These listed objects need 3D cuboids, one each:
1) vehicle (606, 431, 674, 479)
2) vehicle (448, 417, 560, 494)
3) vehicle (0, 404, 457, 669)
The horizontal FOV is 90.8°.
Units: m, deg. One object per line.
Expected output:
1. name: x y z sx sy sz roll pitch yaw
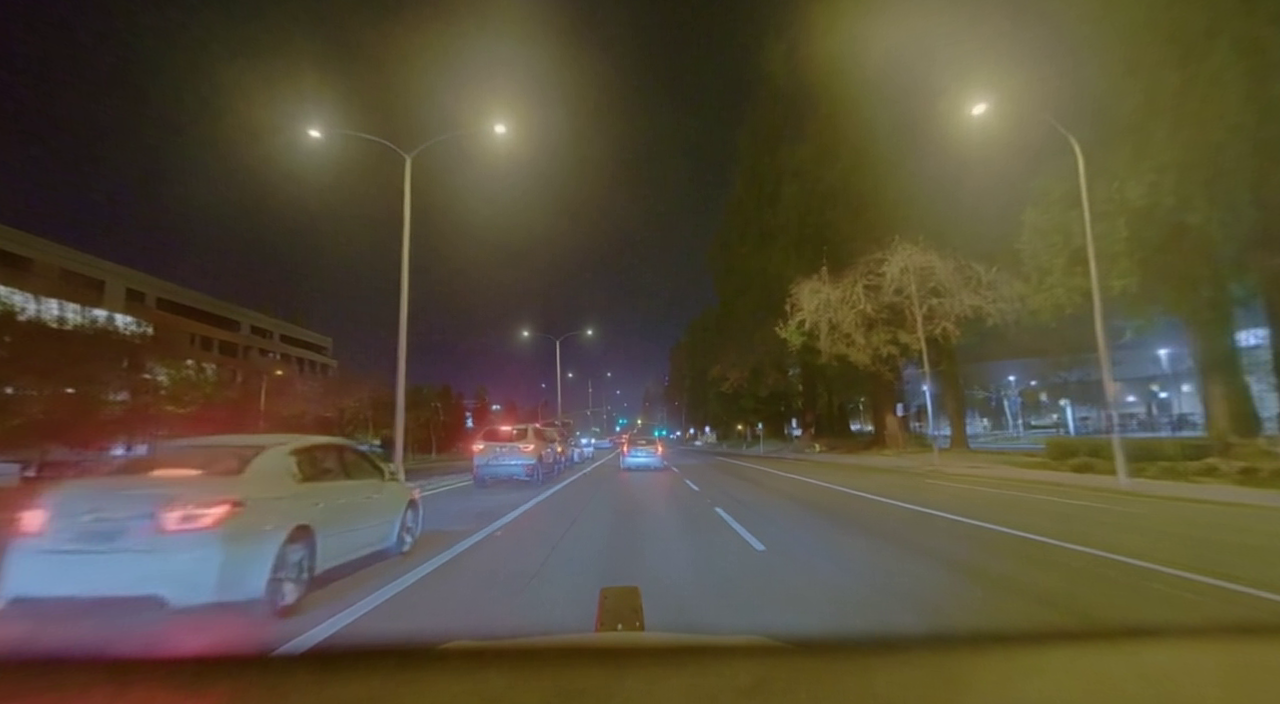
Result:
1. vehicle: -0.027 3.512 21.792 2.126 1.475 3.967 0 -8 -1
2. vehicle: -3.400 2.695 16.733 2.046 1.751 4.208 0 -8 0
3. vehicle: -3.453 1.374 5.869 2.139 1.487 4.453 0 -8 0
